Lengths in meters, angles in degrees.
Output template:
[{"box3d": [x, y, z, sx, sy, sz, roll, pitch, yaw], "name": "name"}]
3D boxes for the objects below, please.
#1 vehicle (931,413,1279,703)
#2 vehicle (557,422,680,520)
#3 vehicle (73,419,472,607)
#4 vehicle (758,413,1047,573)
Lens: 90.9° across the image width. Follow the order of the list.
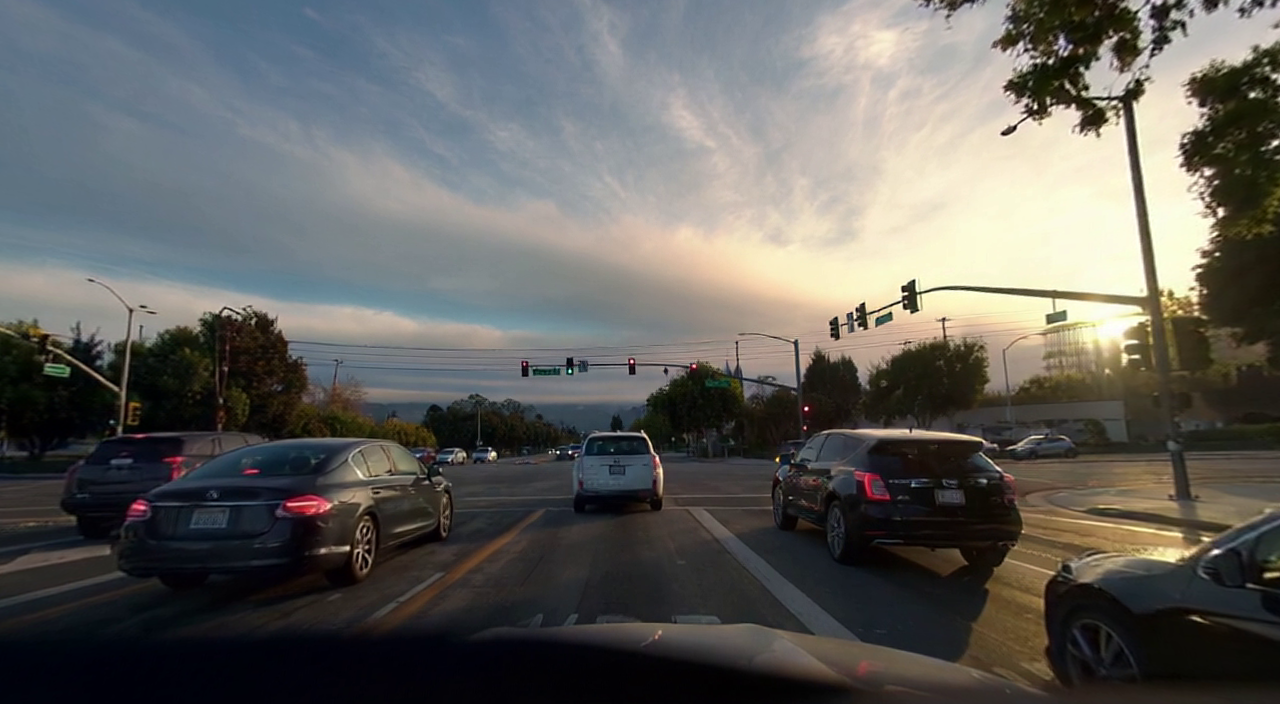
[{"box3d": [3.249, 1.005, 2.606, 1.960, 1.460, 4.233, 0, -8, -2], "name": "vehicle"}, {"box3d": [-0.399, 2.445, 13.407, 2.215, 1.749, 3.976, 0, -8, 0], "name": "vehicle"}, {"box3d": [-3.540, 1.613, 7.305, 1.941, 1.492, 4.399, 0, -8, 1], "name": "vehicle"}, {"box3d": [3.284, 1.852, 9.134, 2.097, 1.707, 4.461, 0, -8, -2], "name": "vehicle"}]
